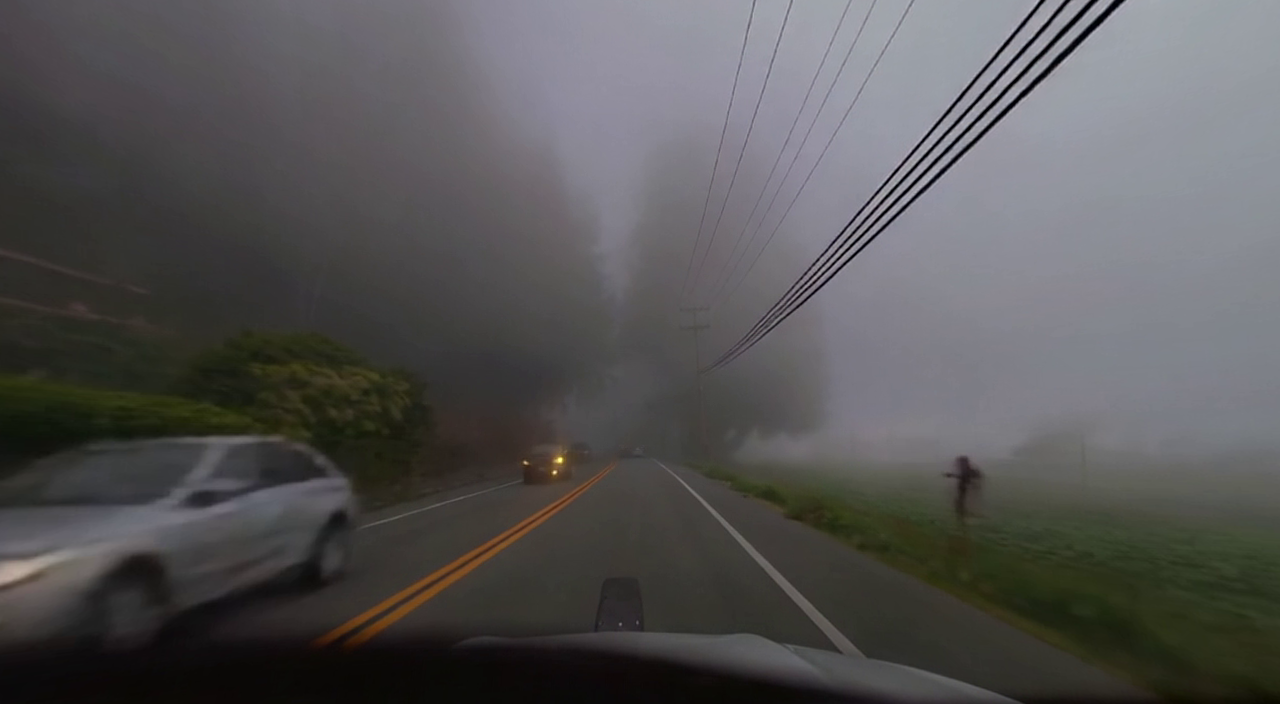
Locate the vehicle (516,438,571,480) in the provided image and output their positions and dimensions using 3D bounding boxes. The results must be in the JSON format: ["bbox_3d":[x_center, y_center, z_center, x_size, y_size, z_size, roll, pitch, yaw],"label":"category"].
[{"bbox_3d":[-4.456,5.016,29.851,1.968,1.813,4.409,0,-8,-1],"label":"vehicle"}]

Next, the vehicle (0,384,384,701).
[{"bbox_3d":[-4.583,1.475,6.132,2.225,1.872,4.588,0,-8,0],"label":"vehicle"}]
